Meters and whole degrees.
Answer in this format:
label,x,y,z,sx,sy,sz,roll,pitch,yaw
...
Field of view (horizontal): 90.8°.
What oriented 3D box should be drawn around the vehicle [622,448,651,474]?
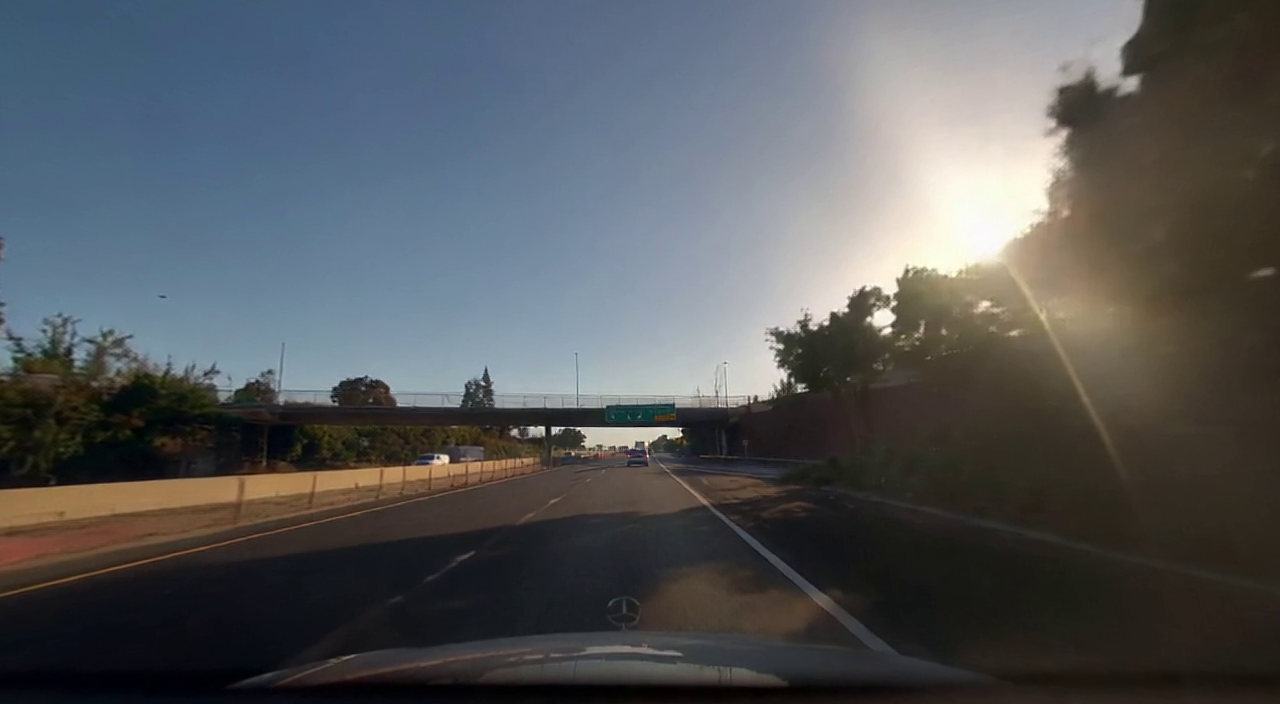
label,x,y,z,sx,sy,sz,roll,pitch,yaw
vehicle,-0.177,6.627,38.519,1.695,1.437,3.506,0,-9,1
